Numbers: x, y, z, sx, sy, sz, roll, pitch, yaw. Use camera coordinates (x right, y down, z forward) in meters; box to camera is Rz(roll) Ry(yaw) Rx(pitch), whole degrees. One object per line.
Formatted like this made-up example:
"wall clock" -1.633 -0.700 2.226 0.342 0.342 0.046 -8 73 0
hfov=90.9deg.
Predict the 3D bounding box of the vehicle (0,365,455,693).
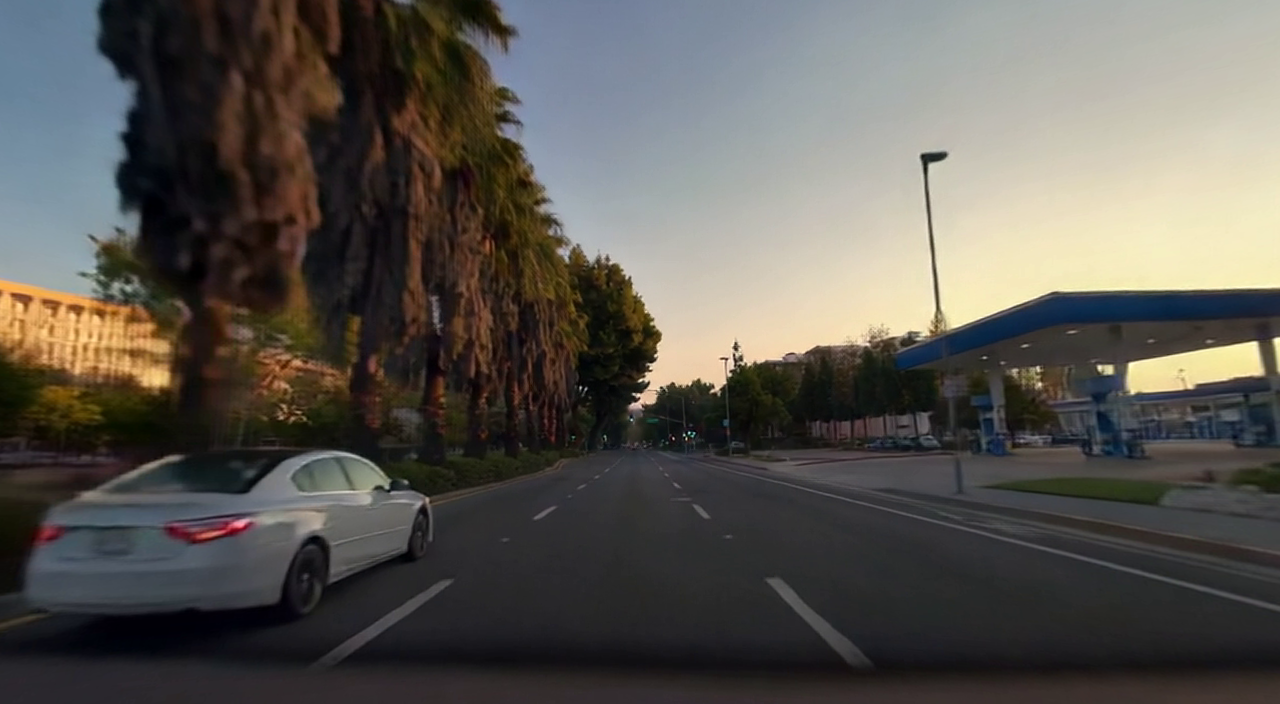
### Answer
"vehicle" -3.380 1.281 5.714 2.011 1.756 4.478 -1 -8 0
